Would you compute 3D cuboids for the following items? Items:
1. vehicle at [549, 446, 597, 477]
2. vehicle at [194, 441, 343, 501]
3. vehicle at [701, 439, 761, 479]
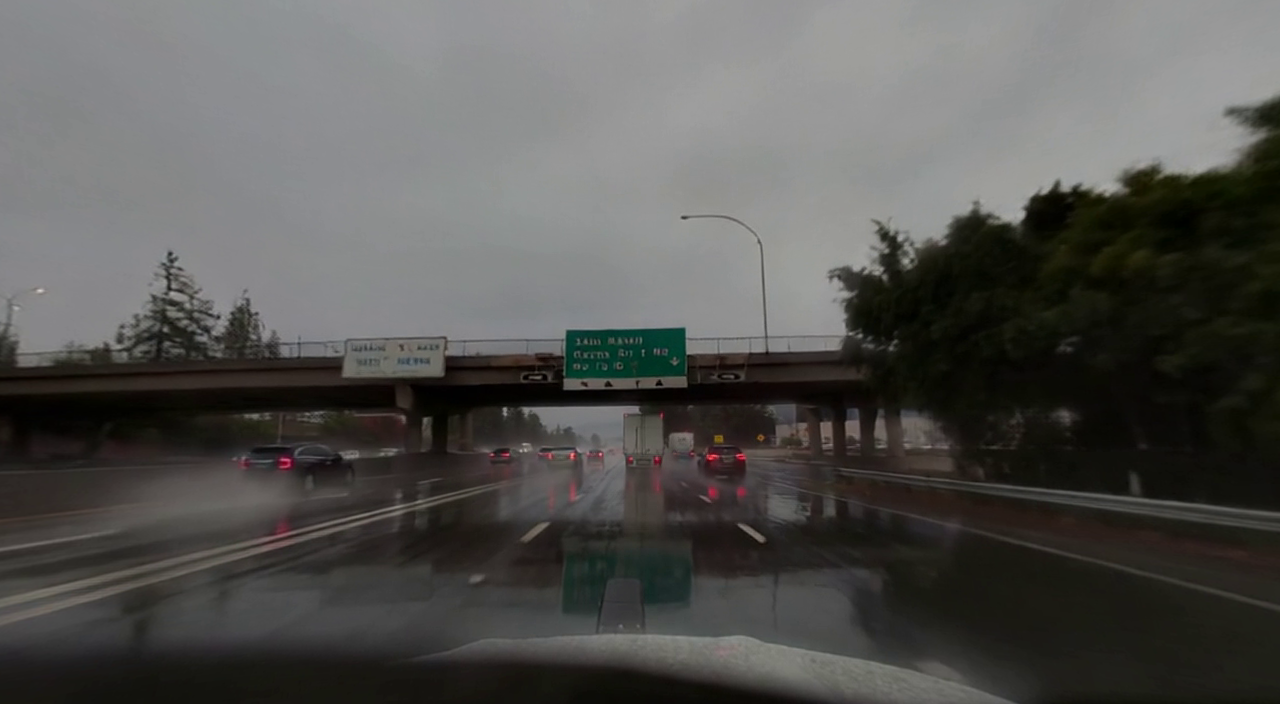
[{"bbox_3d":[-3.566,5.909,34.296,2.083,1.576,4.307,0,-9,1],"label":"vehicle"},{"bbox_3d":[-11.220,3.610,19.466,1.966,1.627,4.258,0,-9,0],"label":"vehicle"},{"bbox_3d":[4.131,4.965,29.413,2.107,1.707,4.445,0,-9,0],"label":"vehicle"}]
